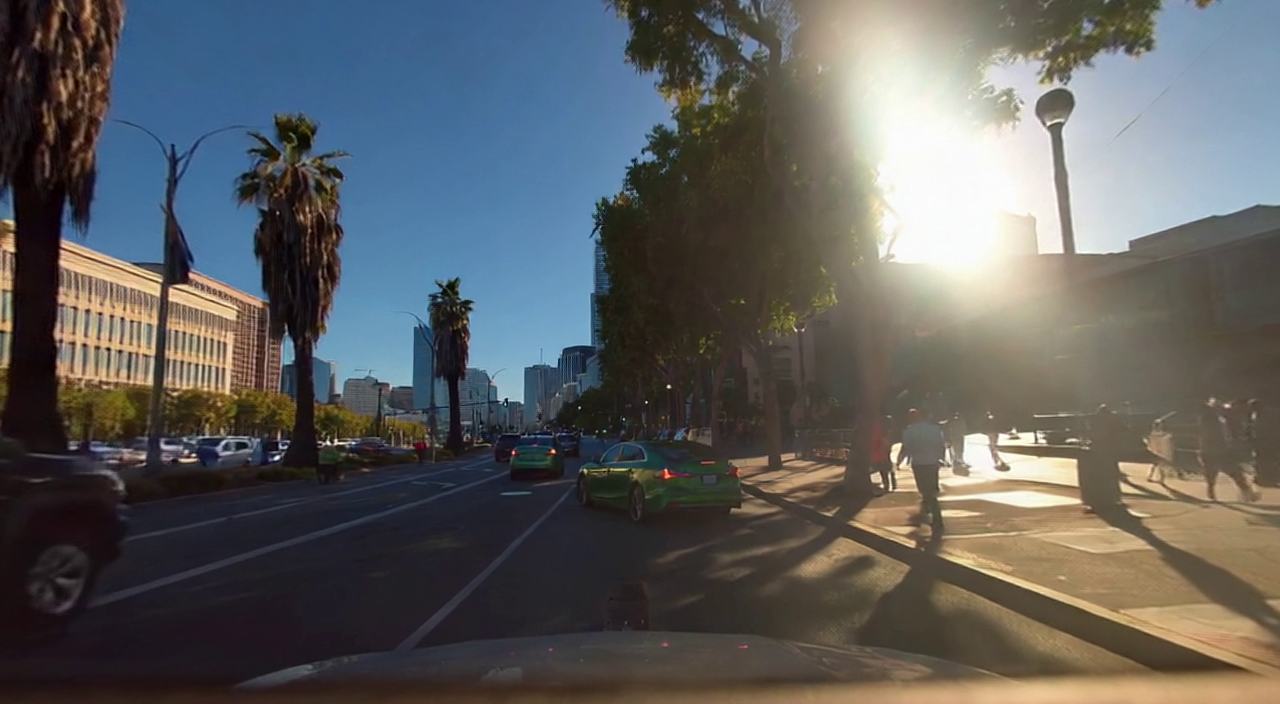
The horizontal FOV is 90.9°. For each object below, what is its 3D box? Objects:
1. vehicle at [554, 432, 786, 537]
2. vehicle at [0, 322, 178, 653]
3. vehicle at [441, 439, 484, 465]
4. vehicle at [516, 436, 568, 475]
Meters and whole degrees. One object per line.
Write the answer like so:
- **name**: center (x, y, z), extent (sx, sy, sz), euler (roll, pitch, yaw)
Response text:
- **vehicle**: center (0.263, 2.265, 11.521), extent (1.930, 1.477, 4.657), euler (5, -10, -31)
- **vehicle**: center (-5.025, 0.665, 2.665), extent (2.164, 2.047, 5.455), euler (0, -9, -3)
- **vehicle**: center (-11.721, 6.623, 41.966), extent (1.930, 1.583, 4.423), euler (0, -9, -5)
- **vehicle**: center (-4.406, 4.722, 28.968), extent (2.039, 1.628, 4.331), euler (0, -9, -4)
